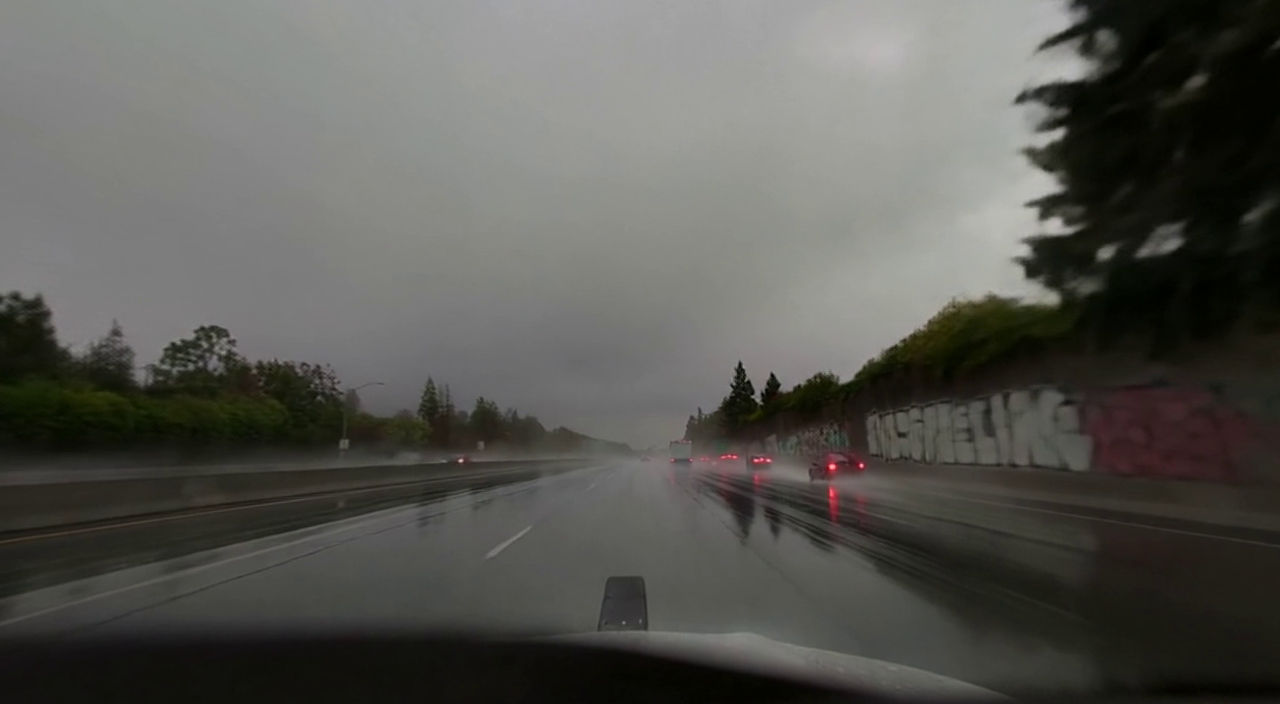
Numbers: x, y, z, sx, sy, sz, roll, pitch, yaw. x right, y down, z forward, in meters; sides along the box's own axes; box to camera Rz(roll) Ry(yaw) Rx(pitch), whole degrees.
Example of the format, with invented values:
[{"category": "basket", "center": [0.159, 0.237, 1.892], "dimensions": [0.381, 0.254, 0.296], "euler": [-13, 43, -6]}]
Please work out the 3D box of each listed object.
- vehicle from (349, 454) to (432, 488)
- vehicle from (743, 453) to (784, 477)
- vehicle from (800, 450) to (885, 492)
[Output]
[{"category": "vehicle", "center": [-11.747, 5.603, 30.013], "dimensions": [2.024, 1.459, 4.497], "euler": [0, -9, 1]}, {"category": "vehicle", "center": [8.268, 7.586, 42.604], "dimensions": [1.842, 1.475, 4.479], "euler": [0, -9, 0]}, {"category": "vehicle", "center": [7.945, 4.696, 25.240], "dimensions": [1.907, 1.495, 4.517], "euler": [0, -9, 0]}]
